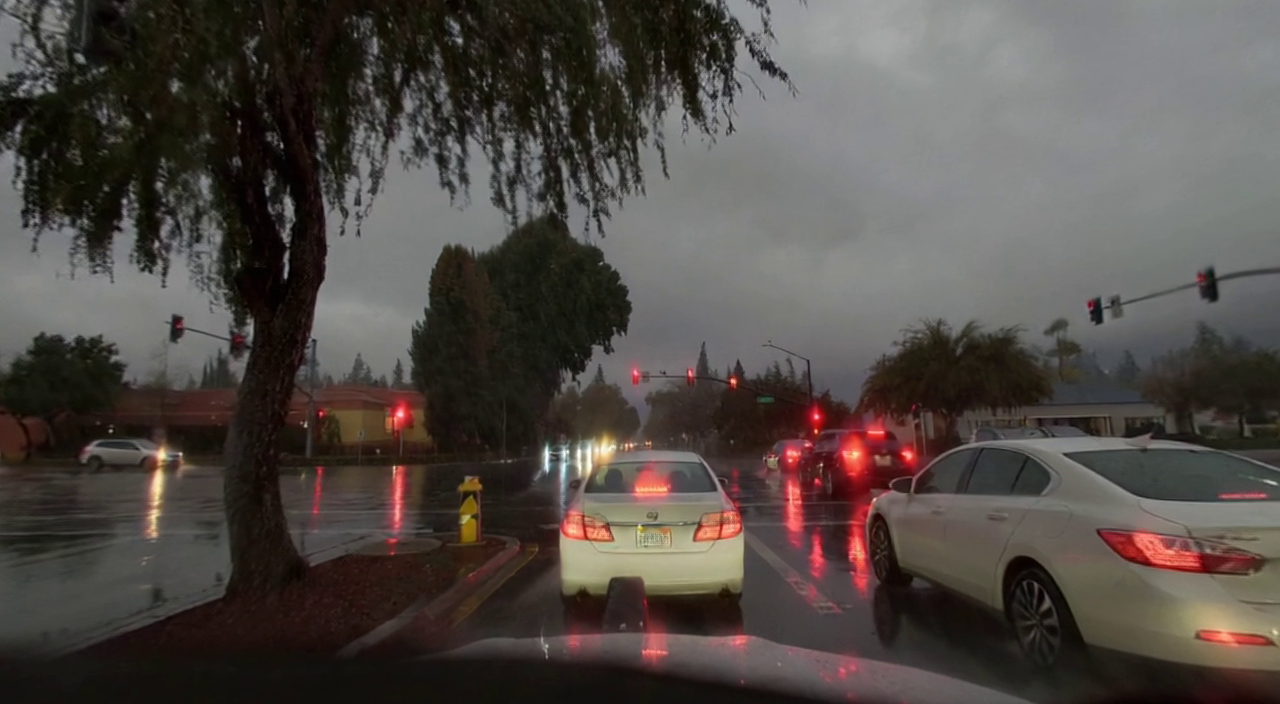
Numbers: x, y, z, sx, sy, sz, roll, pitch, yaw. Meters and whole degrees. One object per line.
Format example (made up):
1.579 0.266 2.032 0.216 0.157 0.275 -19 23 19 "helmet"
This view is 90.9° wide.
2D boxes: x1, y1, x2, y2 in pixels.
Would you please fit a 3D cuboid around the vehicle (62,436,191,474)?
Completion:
-24.314 4.885 29.987 4.450 1.684 1.894 0 -8 0 "vehicle"

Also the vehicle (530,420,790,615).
0.112 1.564 6.877 2.017 1.485 3.813 0 -8 -1 "vehicle"

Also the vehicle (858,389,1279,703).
3.180 1.124 3.896 1.931 1.493 4.555 0 -8 -1 "vehicle"
